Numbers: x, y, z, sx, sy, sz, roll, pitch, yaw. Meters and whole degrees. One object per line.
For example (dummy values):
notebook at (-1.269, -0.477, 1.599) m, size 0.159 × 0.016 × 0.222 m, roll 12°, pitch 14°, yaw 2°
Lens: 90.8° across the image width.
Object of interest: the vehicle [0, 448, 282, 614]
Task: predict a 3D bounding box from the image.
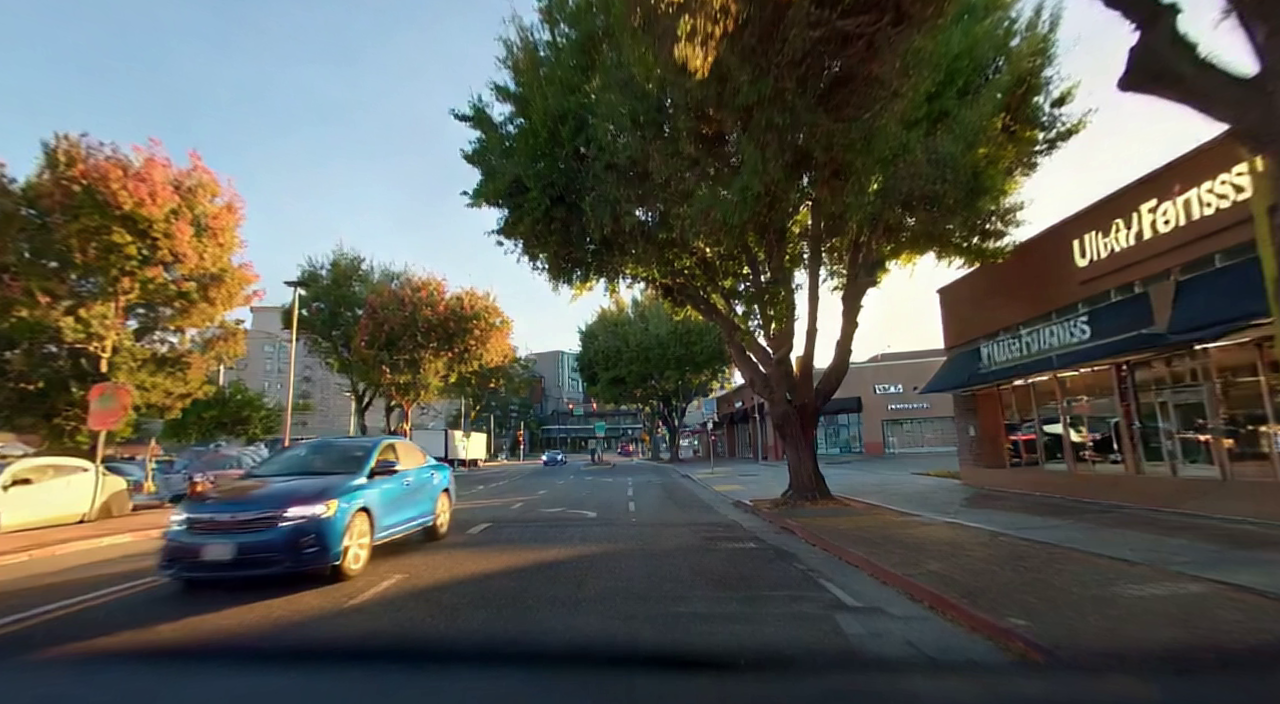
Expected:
vehicle at (-7.242, 2.113, 8.549) m, size 2.150 × 1.598 × 4.587 m, roll 0°, pitch -8°, yaw -1°

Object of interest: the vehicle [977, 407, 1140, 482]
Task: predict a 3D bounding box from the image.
vehicle at (12.690, 2.878, 19.609) m, size 2.112 × 2.050 × 4.327 m, roll 0°, pitch -8°, yaw 2°

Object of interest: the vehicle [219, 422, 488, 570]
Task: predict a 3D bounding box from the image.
vehicle at (-3.886, 2.009, 9.633) m, size 2.136 × 1.704 × 4.349 m, roll 0°, pitch -8°, yaw -2°

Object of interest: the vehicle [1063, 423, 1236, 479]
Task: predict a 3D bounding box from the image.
vehicle at (15.300, 3.012, 19.320) m, size 1.989 × 1.530 × 4.014 m, roll 0°, pitch -8°, yaw 2°
